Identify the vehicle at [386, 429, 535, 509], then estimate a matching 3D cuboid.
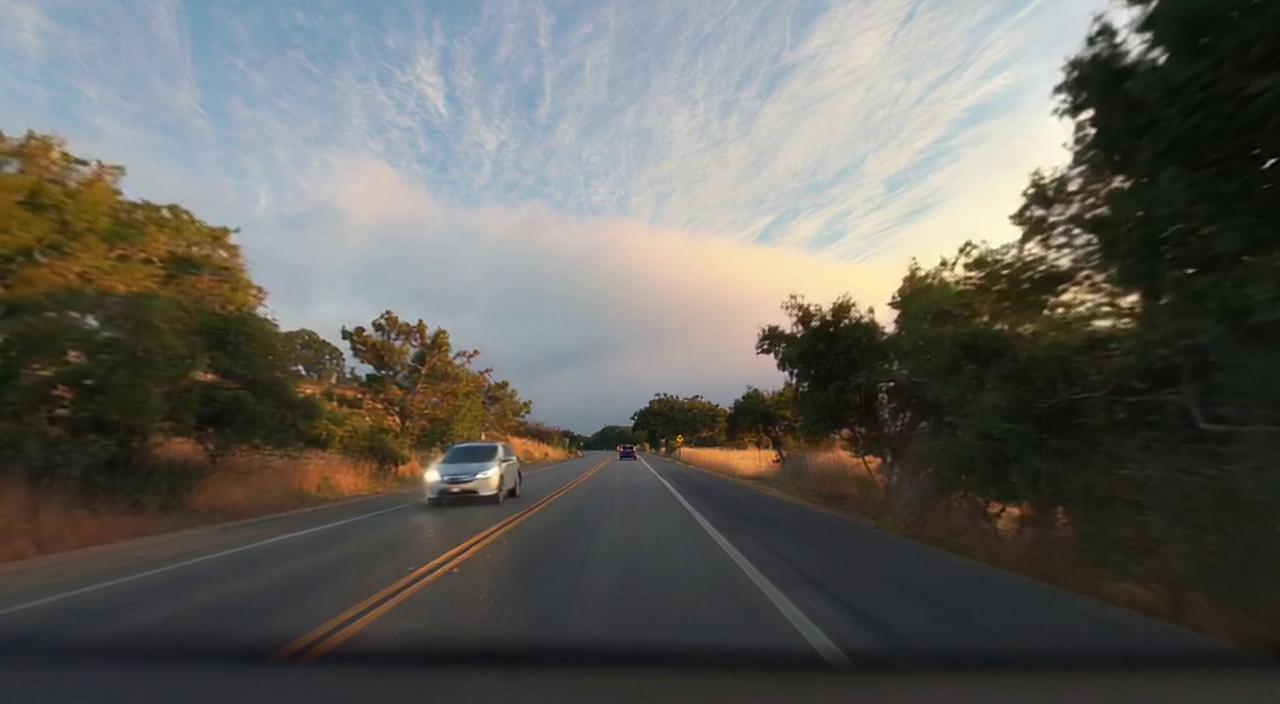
[{"bbox_3d":[-4.564,3.080,17.041,2.695,1.840,4.689,0,-9,-1],"label":"vehicle"}]
